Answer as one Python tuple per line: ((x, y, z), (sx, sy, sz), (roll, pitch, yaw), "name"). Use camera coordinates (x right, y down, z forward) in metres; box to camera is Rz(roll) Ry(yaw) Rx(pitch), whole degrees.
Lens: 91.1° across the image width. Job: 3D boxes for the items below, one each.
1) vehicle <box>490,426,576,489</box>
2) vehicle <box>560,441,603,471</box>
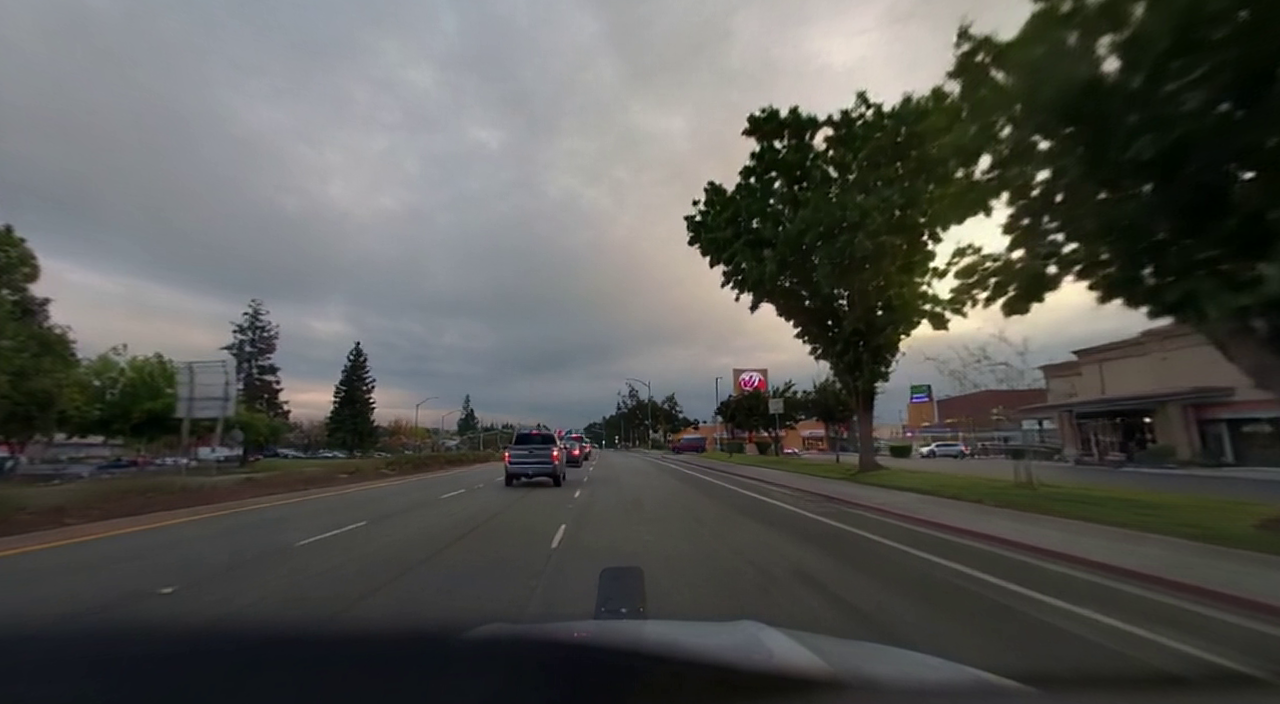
((-3.548, 3.615, 21.892), (2.222, 1.899, 5.006), (0, -8, -1), "vehicle")
((-3.076, 5.488, 33.289), (2.113, 1.446, 4.309), (1, -8, -5), "vehicle")
